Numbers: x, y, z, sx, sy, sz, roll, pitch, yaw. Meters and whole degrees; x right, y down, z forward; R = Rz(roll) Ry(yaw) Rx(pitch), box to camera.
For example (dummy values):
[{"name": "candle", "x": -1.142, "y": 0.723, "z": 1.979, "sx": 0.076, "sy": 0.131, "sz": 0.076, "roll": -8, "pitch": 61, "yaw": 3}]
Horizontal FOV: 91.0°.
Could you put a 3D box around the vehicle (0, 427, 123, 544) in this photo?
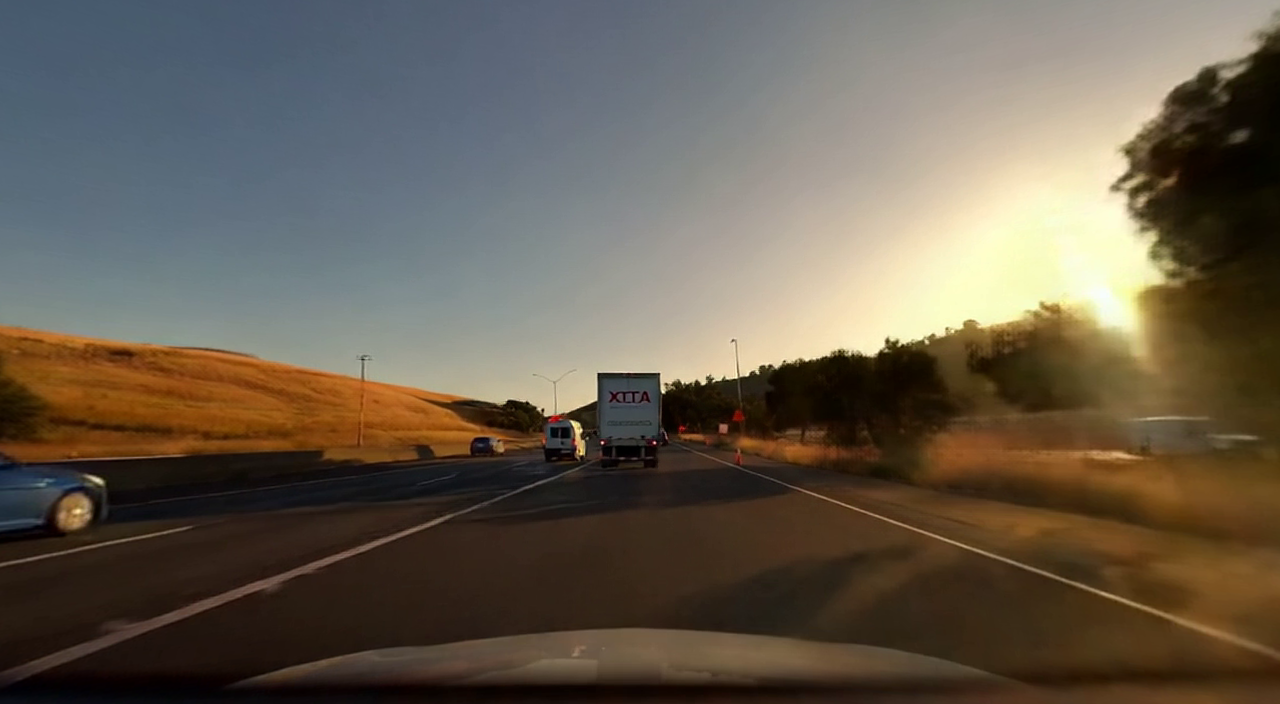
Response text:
[{"name": "vehicle", "x": -9.303, "y": 1.657, "z": 7.709, "sx": 1.915, "sy": 1.506, "sz": 4.594, "roll": 0, "pitch": -9, "yaw": 2}]

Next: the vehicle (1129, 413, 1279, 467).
[{"name": "vehicle", "x": 41.570, "y": 6.169, "z": 44.293, "sx": 11.230, "sy": 3.611, "sz": 2.963, "roll": -1, "pitch": -8, "yaw": 4}]

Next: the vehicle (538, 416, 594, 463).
[{"name": "vehicle", "x": -4.435, "y": 5.421, "z": 38.782, "sx": 2.469, "sy": 2.615, "sz": 5.874, "roll": 0, "pitch": -9, "yaw": 3}]

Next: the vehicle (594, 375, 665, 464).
[{"name": "vehicle", "x": -0.297, "y": 3.863, "z": 33.197, "sx": 3.183, "sy": 4.011, "sz": 9.617, "roll": 0, "pitch": -10, "yaw": 2}]

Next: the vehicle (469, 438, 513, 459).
[{"name": "vehicle", "x": -10.825, "y": 7.065, "z": 46.115, "sx": 1.901, "sy": 1.487, "sz": 4.622, "roll": 0, "pitch": -9, "yaw": 2}]
